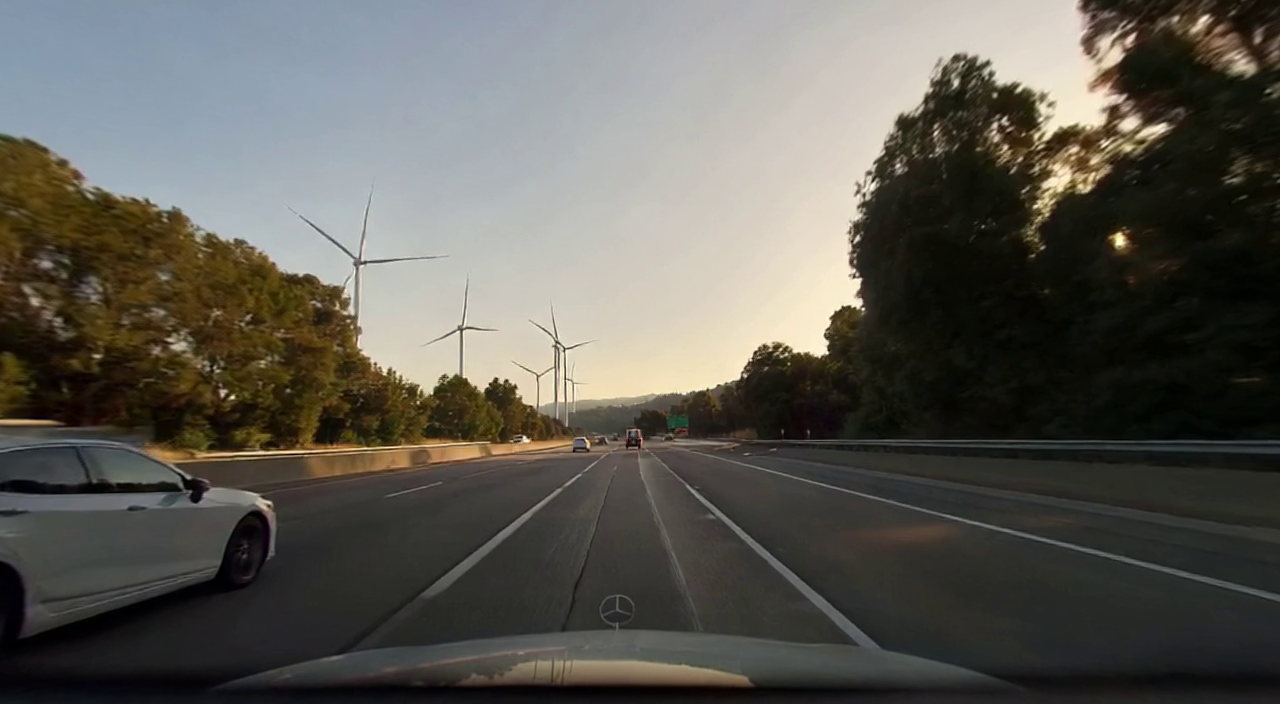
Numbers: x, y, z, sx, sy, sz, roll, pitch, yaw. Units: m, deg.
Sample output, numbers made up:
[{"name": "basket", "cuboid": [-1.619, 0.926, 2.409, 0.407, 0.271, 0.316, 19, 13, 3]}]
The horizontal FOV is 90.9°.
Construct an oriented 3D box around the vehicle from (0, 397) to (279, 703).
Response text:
[{"name": "vehicle", "cuboid": [-3.972, 1.004, 3.190, 1.950, 1.511, 3.965, 0, -8, -1]}]
